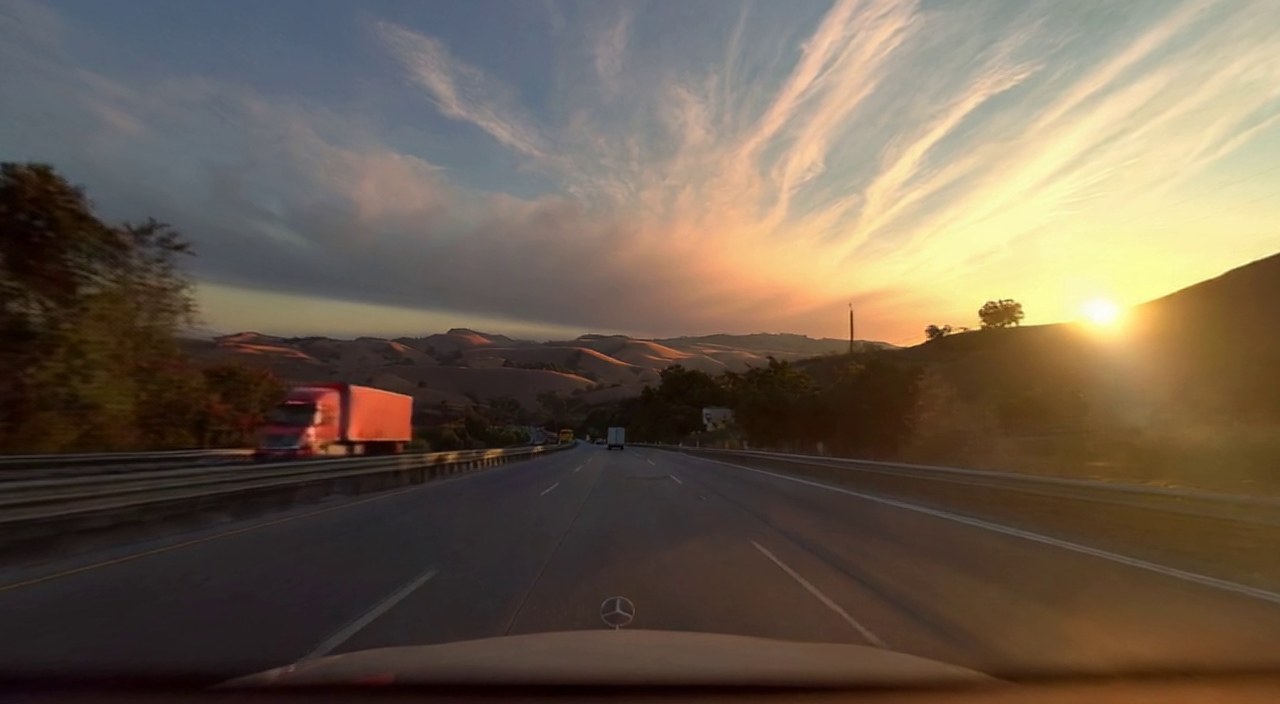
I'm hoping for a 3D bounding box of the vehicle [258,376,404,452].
[{"bbox_3d":[-17.377,3.901,36.894,2.822,3.677,12.266,0,-8,-2],"label":"vehicle"}]
